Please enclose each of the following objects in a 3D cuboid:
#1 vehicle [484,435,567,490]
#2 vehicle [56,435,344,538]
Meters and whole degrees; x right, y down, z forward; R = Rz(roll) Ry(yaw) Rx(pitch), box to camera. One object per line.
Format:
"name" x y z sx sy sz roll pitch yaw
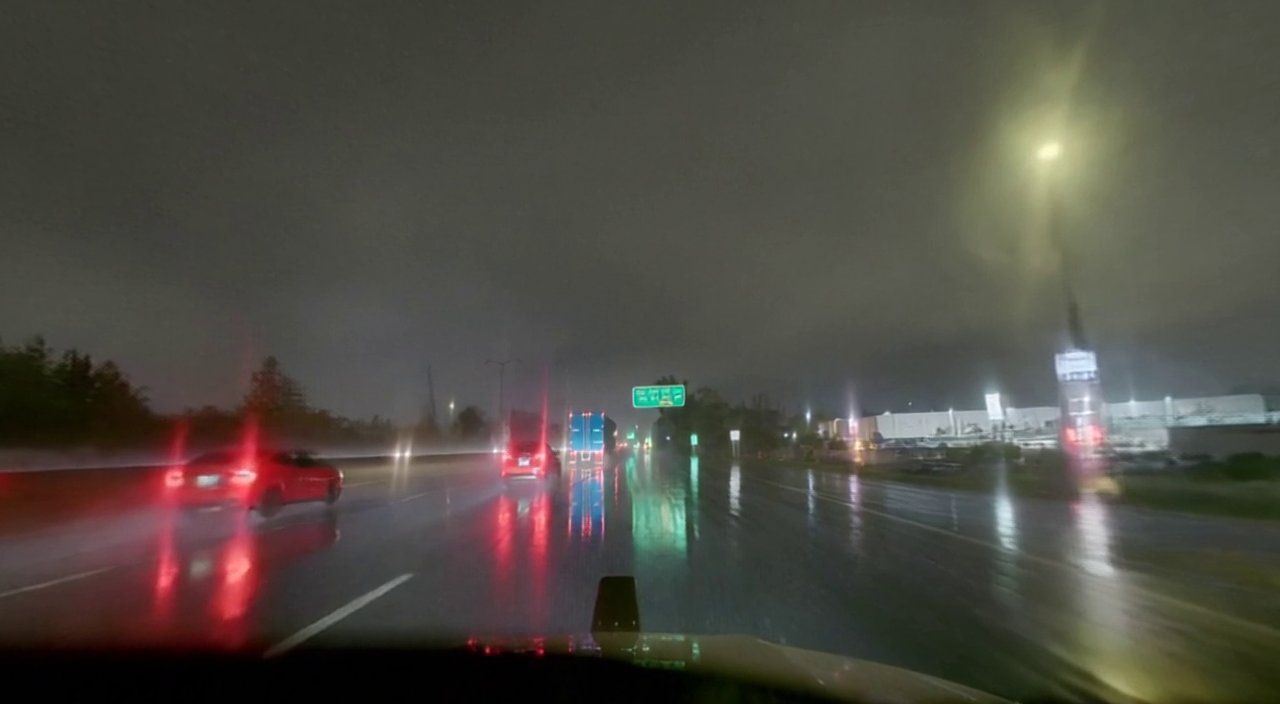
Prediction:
"vehicle" -3.753 3.708 21.501 2.033 1.669 4.112 0 -9 0
"vehicle" -7.508 2.311 11.534 2.026 1.477 4.467 0 -9 0
